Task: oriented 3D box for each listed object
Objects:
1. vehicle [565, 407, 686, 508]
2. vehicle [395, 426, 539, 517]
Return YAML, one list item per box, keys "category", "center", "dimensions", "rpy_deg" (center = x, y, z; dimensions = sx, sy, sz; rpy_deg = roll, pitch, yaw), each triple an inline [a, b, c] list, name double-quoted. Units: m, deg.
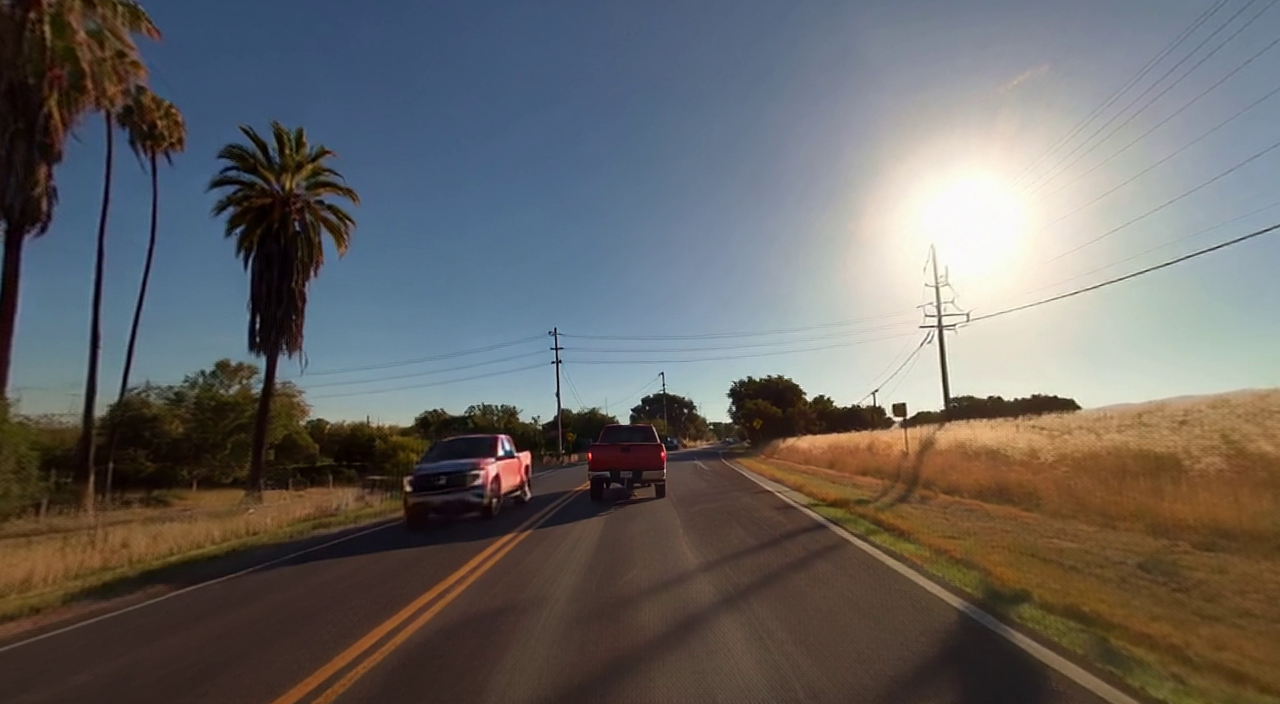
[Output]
- category: "vehicle"
  center: [-0.358, 2.792, 17.099]
  dimensions: [2.693, 2.223, 5.885]
  rpy_deg: [0, -9, -1]
- category: "vehicle"
  center: [-4.183, 2.987, 16.330]
  dimensions: [2.276, 1.965, 5.009]
  rpy_deg: [0, -9, 0]
